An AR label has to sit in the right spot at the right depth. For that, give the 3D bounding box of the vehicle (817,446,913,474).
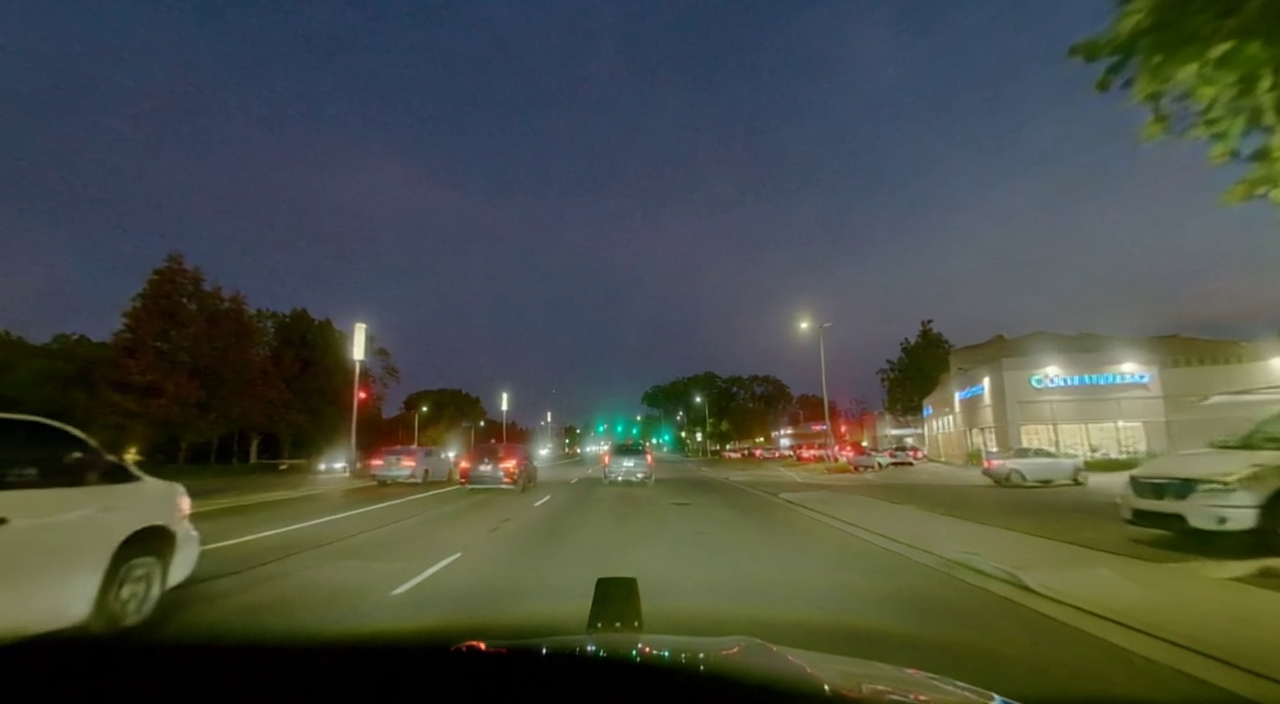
[{"bbox_3d":[13.313,6.386,37.584,4.877,1.603,2.197,0,-8,1],"label":"vehicle"}]

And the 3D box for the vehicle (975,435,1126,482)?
[{"bbox_3d":[14.561,3.759,22.448,4.619,1.523,1.873,3,-9,-18],"label":"vehicle"}]

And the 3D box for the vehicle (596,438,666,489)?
[{"bbox_3d":[-0.335,3.554,20.498,2.061,1.469,3.954,0,-8,-2],"label":"vehicle"}]

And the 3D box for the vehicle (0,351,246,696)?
[{"bbox_3d":[-4.431,0.871,3.122,2.096,1.807,4.413,0,-8,0],"label":"vehicle"}]

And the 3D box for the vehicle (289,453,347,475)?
[{"bbox_3d":[-24.424,8.495,48.149,1.960,1.478,4.732,0,-8,-1],"label":"vehicle"}]

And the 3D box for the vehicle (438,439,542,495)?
[{"bbox_3d":[-4.356,3.392,19.202,1.973,1.456,4.850,0,-8,0],"label":"vehicle"}]

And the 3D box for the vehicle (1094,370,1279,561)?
[{"bbox_3d":[9.100,1.167,7.540,5.518,1.898,2.188,-3,-9,-1],"label":"vehicle"}]

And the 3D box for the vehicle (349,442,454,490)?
[{"bbox_3d":[-8.024,3.842,21.737,2.009,1.470,4.179,0,-8,0],"label":"vehicle"}]
